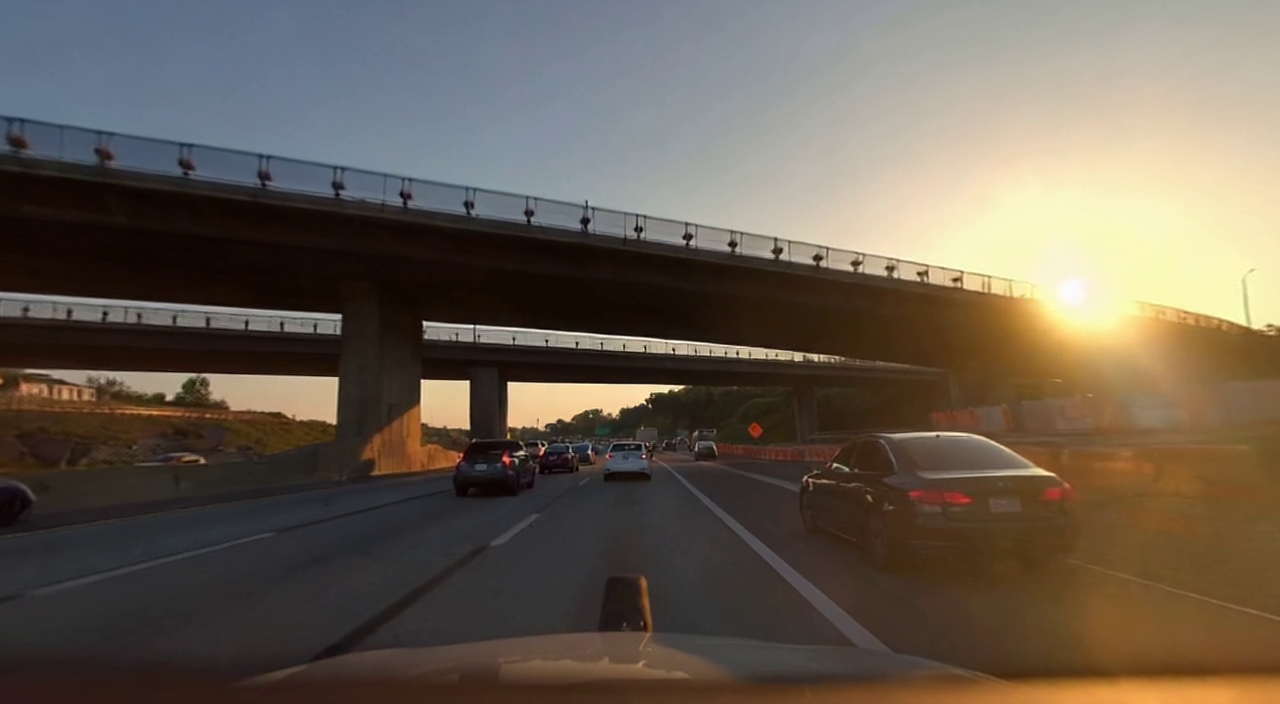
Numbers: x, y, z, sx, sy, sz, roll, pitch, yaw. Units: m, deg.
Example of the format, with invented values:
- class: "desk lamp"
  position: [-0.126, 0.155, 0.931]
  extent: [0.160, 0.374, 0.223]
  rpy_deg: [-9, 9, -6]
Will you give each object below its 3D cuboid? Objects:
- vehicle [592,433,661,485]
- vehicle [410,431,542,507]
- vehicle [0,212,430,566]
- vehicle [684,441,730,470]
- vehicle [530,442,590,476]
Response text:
- class: "vehicle"
  position: [-0.444, 3.830, 22.952]
  extent: [2.270, 1.696, 4.061]
  rpy_deg: [0, -8, 0]
- class: "vehicle"
  position: [-3.952, 2.895, 16.082]
  extent: [2.124, 1.639, 4.344]
  rpy_deg: [0, -8, 1]
- class: "vehicle"
  position: [-7.503, 1.112, 12.182]
  extent: [2.959, 3.886, 10.574]
  rpy_deg: [0, -8, 1]
- class: "vehicle"
  position: [3.595, 5.659, 34.564]
  extent: [2.003, 1.465, 4.092]
  rpy_deg: [0, -8, -1]
- class: "vehicle"
  position: [-3.686, 5.024, 29.923]
  extent: [2.141, 1.455, 4.447]
  rpy_deg: [0, -8, 1]
